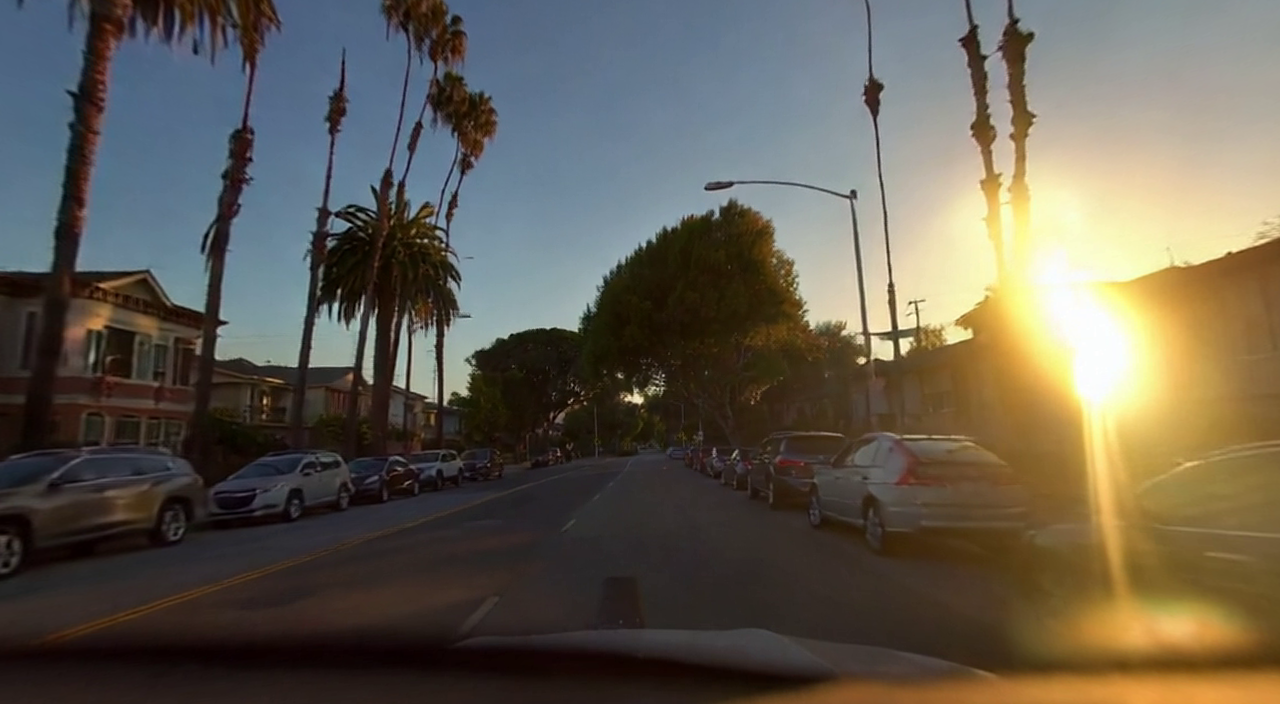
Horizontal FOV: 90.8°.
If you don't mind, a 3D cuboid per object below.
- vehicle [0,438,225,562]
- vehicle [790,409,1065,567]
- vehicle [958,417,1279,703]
[{"bbox_3d":[-9.557,2.348,10.466,4.089,1.813,1.932,3,-9,-24],"label":"vehicle"},{"bbox_3d":[3.591,1.772,8.965,1.899,1.669,4.259,0,-8,0],"label":"vehicle"},{"bbox_3d":[3.571,0.960,2.522,2.096,1.452,4.741,-4,-9,0],"label":"vehicle"}]
